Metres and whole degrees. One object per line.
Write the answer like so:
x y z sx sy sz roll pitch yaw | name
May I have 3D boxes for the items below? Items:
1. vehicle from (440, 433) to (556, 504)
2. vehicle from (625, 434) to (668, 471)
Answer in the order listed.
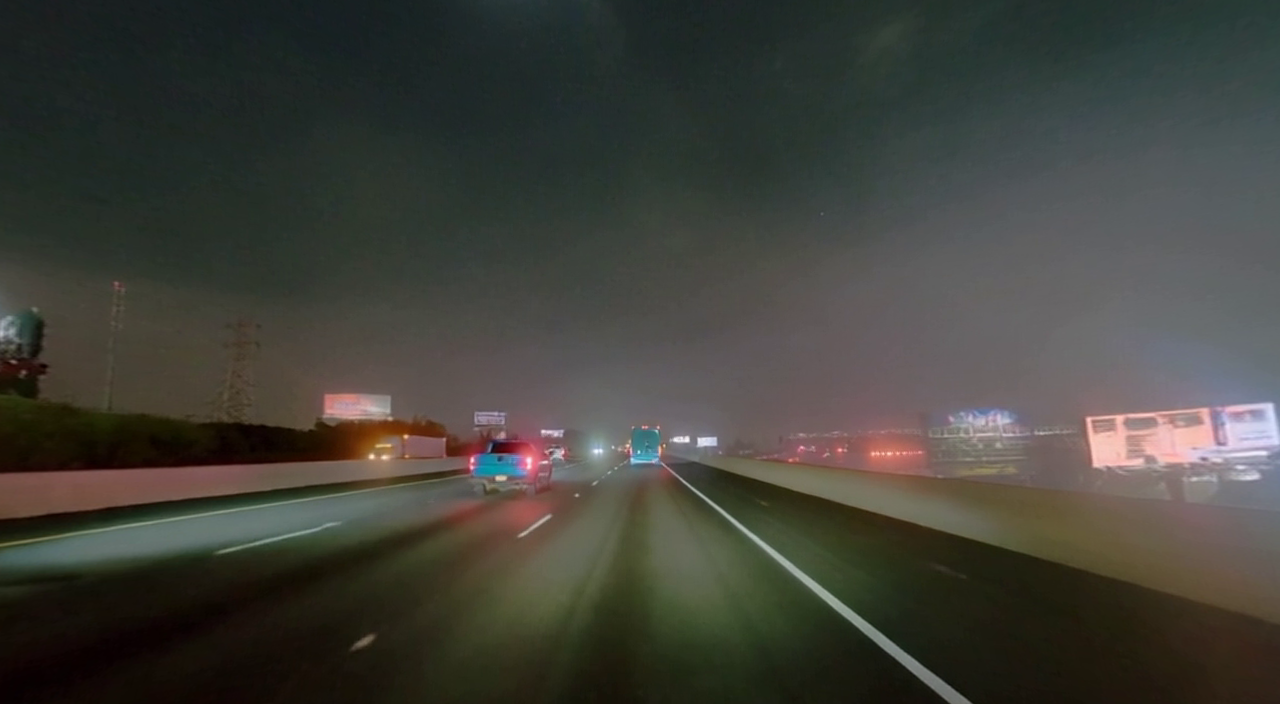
-3.851 3.265 18.035 2.145 1.730 4.729 0 -9 1 | vehicle
0.412 6.720 42.263 2.692 2.279 5.695 0 -9 0 | vehicle
